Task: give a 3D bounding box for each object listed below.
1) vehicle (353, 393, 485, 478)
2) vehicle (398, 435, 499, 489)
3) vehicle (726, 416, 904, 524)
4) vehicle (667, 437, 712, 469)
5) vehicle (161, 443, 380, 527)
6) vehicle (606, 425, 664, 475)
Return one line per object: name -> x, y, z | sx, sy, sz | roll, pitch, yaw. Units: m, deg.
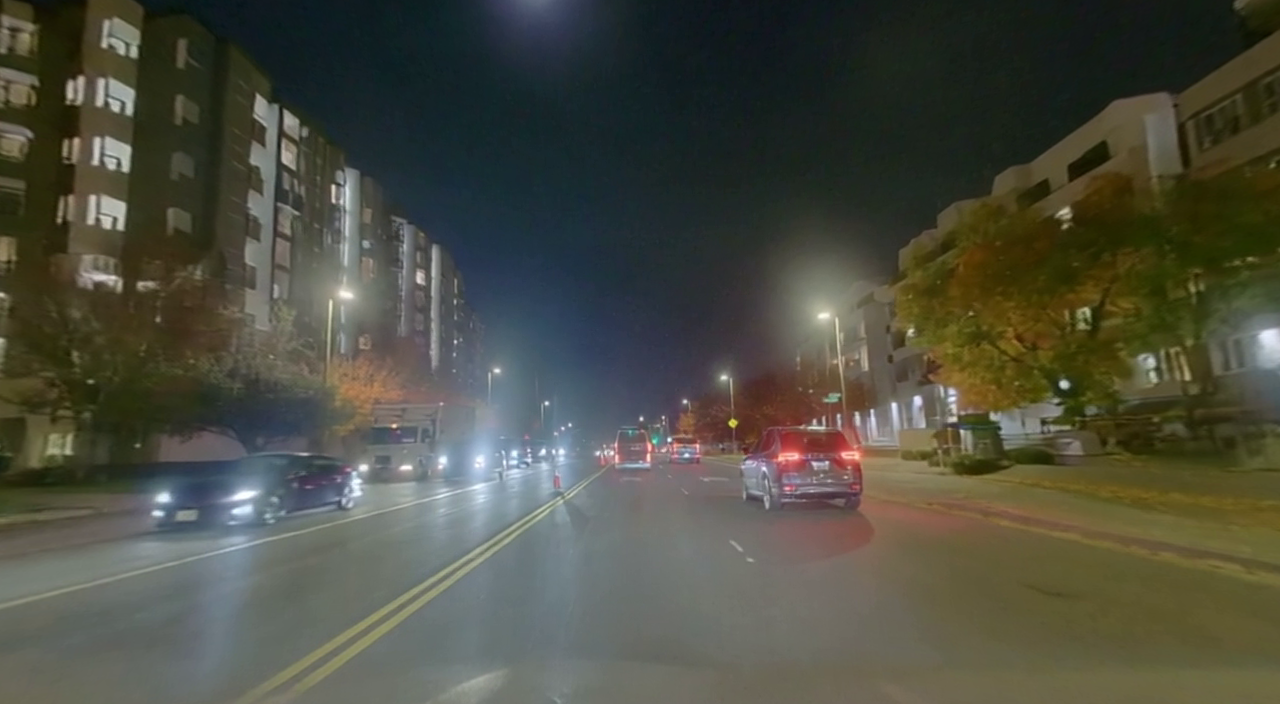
vehicle -> -11.018, 4.419, 32.716 | 2.988, 3.755, 9.456 | 0, -9, 3
vehicle -> -7.258, 4.197, 24.489 | 2.437, 1.820, 4.827 | -2, -8, 0
vehicle -> 3.371, 2.434, 13.536 | 2.120, 1.828, 5.531 | 0, -9, -1
vehicle -> 2.977, 6.226, 38.865 | 2.187, 1.835, 5.471 | 0, -9, -2
vehicle -> -7.631, 2.752, 13.649 | 1.881, 1.485, 4.522 | 0, -9, 2
vehicle -> -0.331, 5.116, 32.891 | 2.762, 2.309, 6.723 | 0, -9, -2
